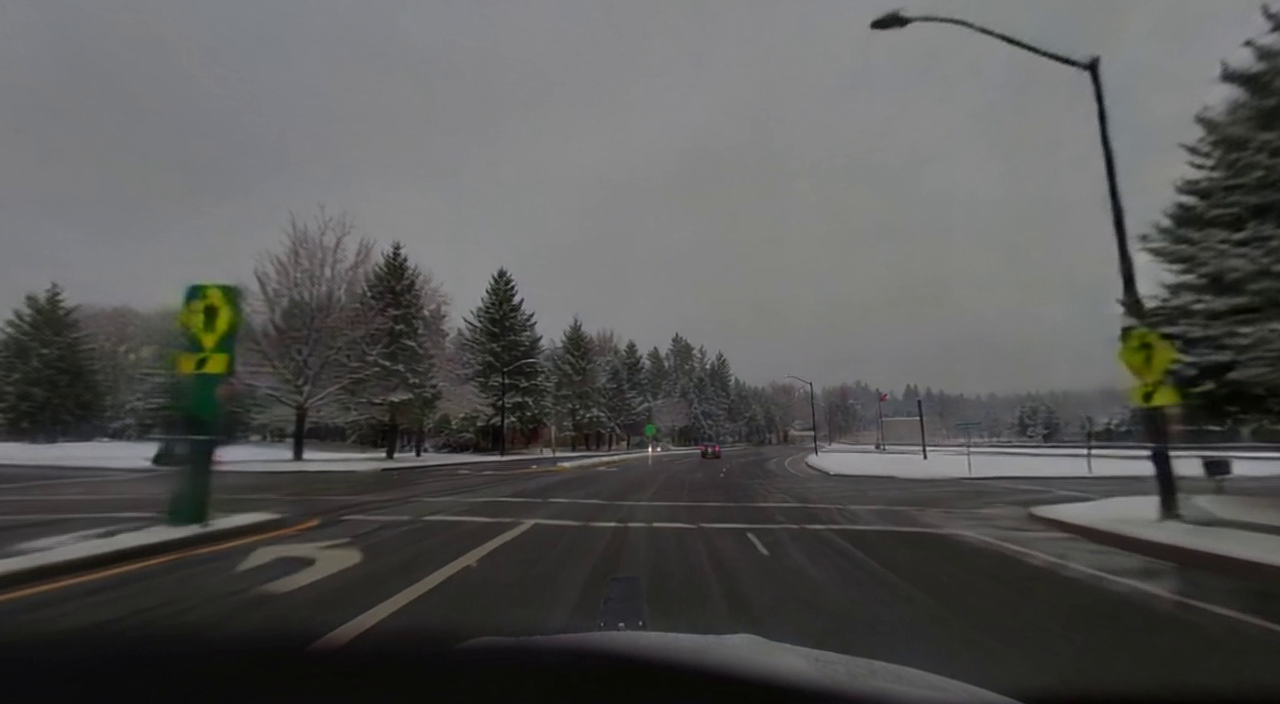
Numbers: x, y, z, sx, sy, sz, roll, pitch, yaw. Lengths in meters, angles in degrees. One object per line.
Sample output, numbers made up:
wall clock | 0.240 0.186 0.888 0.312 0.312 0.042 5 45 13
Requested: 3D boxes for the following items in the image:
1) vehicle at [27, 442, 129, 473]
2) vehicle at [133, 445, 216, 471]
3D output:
vehicle | -33.974 6.348 38.148 4.856 1.795 2.030 -2 -9 14
vehicle | -32.463 7.383 43.993 4.787 1.709 2.164 -3 -9 19
